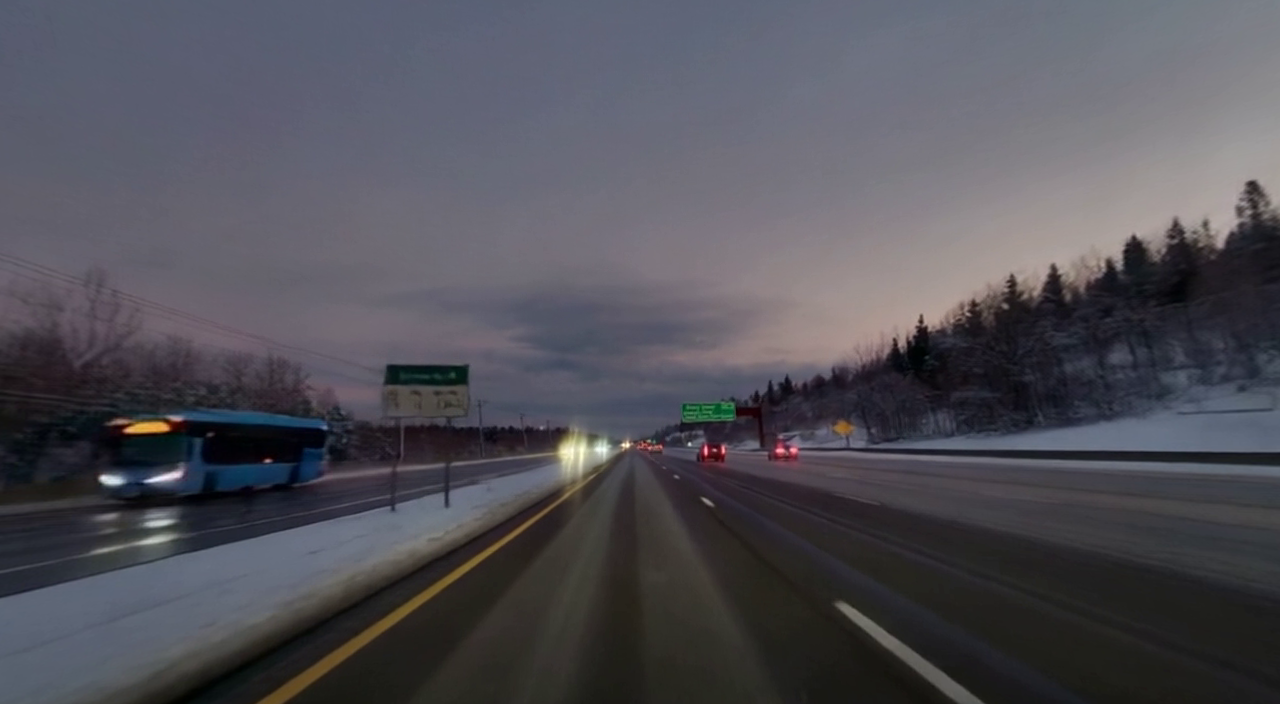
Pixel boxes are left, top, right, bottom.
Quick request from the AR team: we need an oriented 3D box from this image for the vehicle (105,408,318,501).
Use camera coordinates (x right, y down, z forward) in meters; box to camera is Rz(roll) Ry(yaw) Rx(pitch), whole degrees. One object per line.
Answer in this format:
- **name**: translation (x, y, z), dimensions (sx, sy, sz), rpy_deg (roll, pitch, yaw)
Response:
- **vehicle**: translation (-22.612, 5.567, 34.823), dimensions (2.942, 4.157, 12.633), rpy_deg (0, -9, -1)
